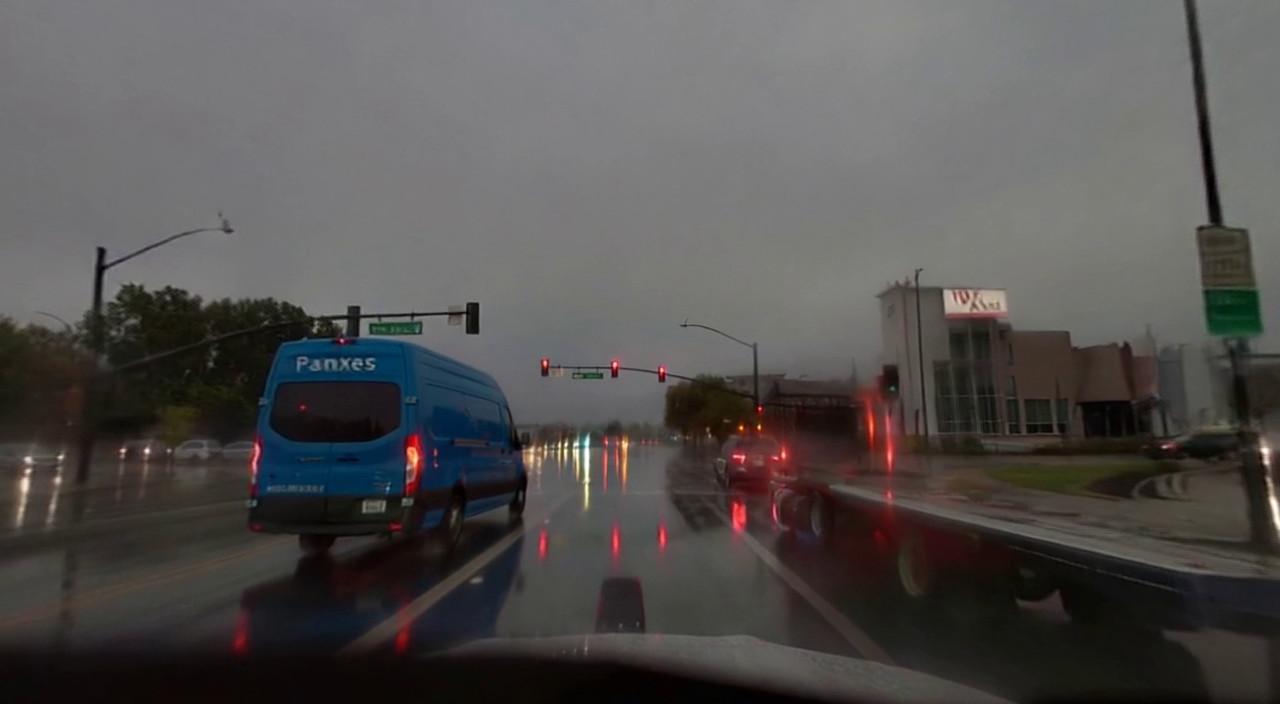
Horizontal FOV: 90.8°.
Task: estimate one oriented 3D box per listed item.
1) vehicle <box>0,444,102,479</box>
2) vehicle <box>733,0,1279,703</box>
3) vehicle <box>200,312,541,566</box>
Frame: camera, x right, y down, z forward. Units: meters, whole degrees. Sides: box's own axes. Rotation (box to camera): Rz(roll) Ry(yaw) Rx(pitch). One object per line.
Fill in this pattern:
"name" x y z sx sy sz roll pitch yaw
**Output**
"vehicle" -30.996 5.579 32.357 4.811 1.675 1.875 5 -10 -31
"vehicle" 3.198 0.545 6.695 2.861 3.525 9.858 0 -9 0
"vehicle" -3.447 1.415 10.211 2.443 2.784 6.493 0 -9 2
